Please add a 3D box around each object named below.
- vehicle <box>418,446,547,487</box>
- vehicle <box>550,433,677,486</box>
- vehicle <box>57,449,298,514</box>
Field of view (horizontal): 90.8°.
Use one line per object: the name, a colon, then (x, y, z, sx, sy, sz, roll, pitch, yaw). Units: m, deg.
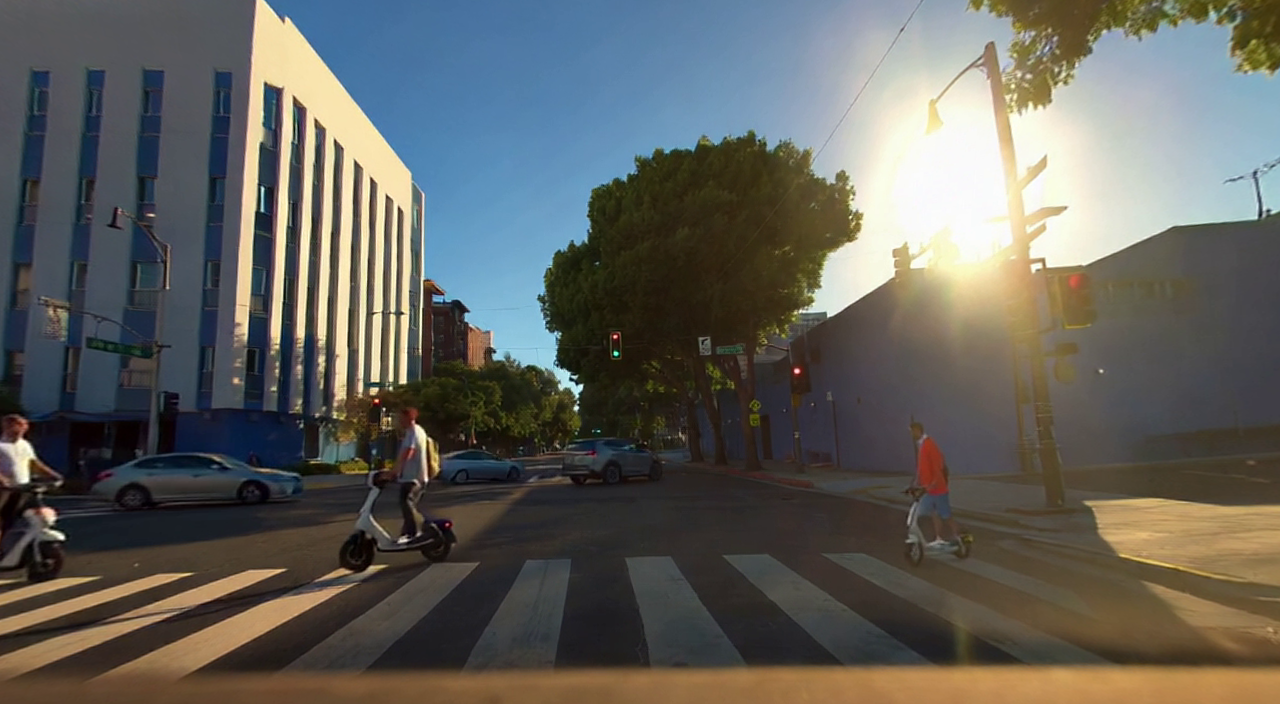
vehicle: (-6.201, 4.488, 25.137, 4.485, 1.463, 2.075, 7, -11, -41)
vehicle: (-0.865, 3.965, 23.643, 2.122, 1.724, 4.802, -7, -11, 37)
vehicle: (-11.872, 3.338, 16.612, 4.576, 1.496, 2.042, 1, -9, -11)
